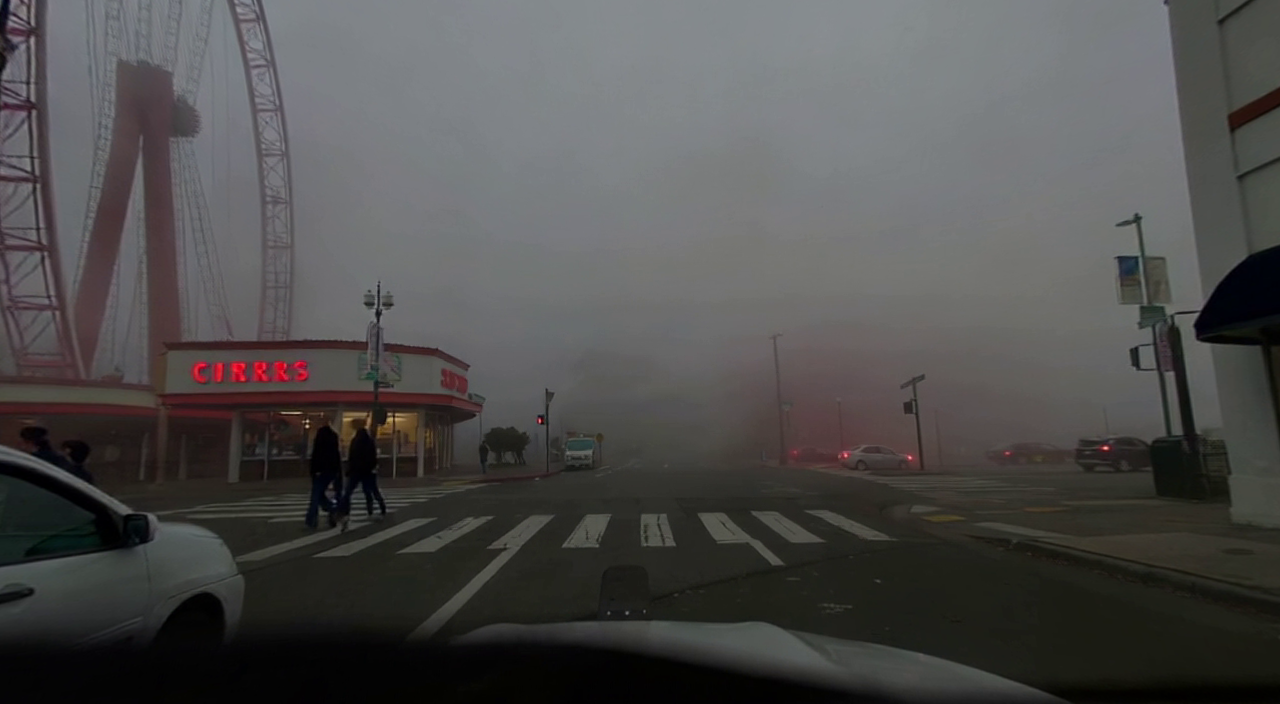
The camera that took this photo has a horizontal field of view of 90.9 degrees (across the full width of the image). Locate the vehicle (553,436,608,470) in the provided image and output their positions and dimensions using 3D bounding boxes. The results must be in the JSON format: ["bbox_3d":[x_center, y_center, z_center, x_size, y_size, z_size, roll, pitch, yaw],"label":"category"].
[{"bbox_3d":[-3.915,6.403,40.247,2.549,2.000,5.699,2,-9,-15],"label":"vehicle"}]

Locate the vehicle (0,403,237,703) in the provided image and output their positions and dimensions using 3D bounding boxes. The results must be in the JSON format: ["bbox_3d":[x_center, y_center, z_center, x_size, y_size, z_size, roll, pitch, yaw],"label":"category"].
[{"bbox_3d":[-3.374,0.785,1.193,1.940,1.505,4.676,-1,-9,3],"label":"vehicle"}]
